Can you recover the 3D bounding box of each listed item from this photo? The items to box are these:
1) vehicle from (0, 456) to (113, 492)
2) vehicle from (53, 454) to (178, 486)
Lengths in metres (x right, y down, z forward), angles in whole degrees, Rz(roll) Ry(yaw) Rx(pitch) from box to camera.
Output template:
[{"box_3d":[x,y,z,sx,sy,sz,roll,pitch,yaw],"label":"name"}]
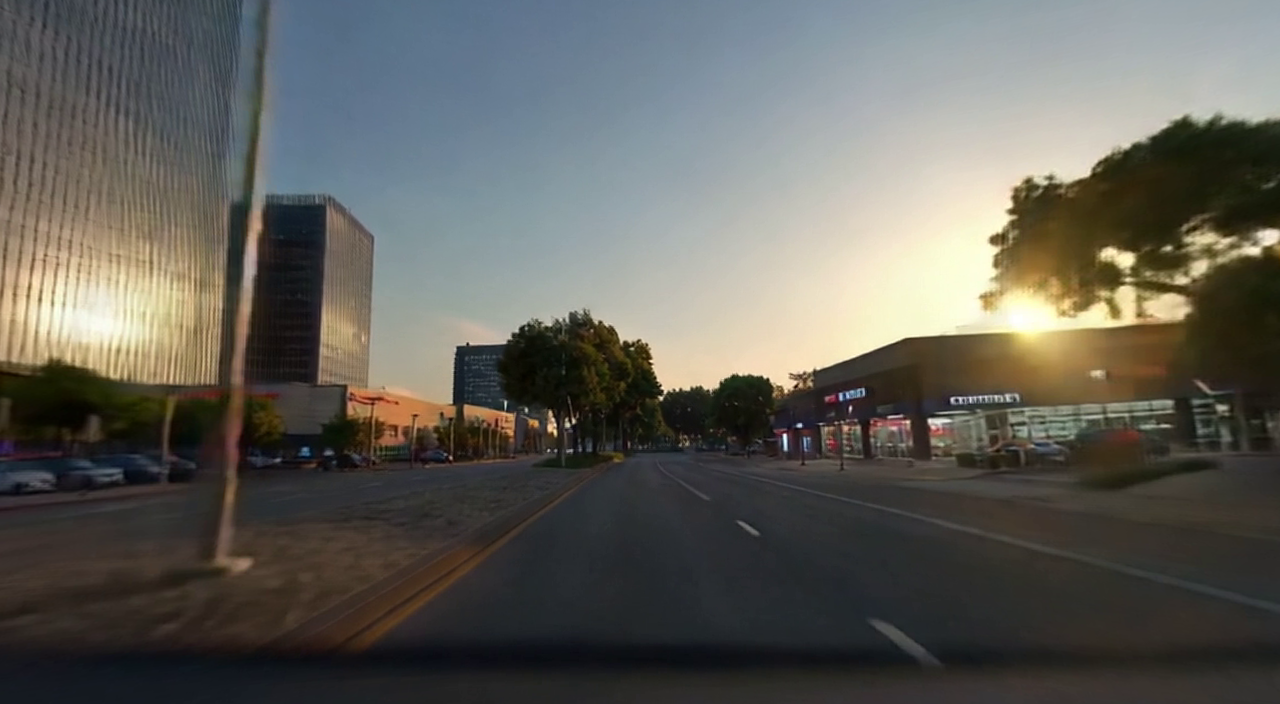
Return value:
[{"box_3d":[-26.446,5.368,27.997,4.401,1.431,1.877,5,-10,-32],"label":"vehicle"},{"box_3d":[-26.534,5.959,32.181,4.405,1.469,2.047,4,-9,-25],"label":"vehicle"}]
